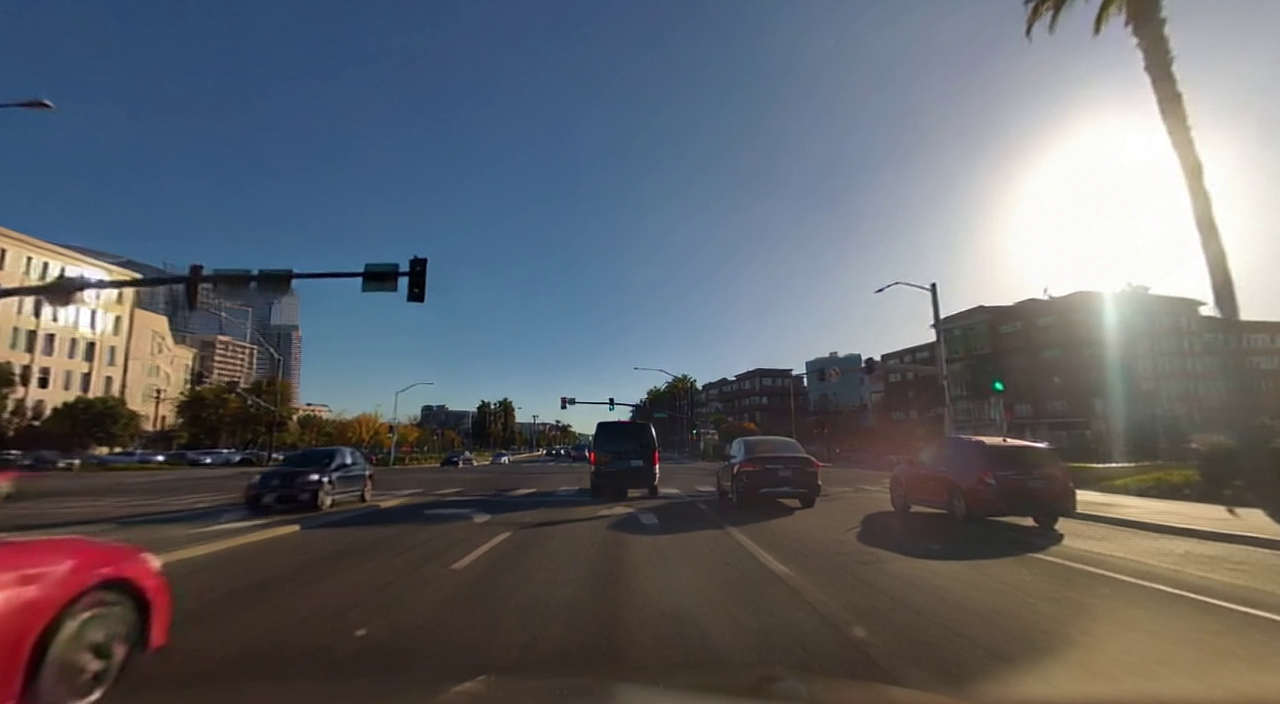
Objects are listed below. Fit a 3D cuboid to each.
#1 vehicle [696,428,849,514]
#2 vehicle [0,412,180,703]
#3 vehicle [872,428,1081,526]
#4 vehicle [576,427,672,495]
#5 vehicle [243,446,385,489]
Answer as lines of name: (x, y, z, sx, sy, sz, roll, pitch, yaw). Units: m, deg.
vehicle: (2.933, 2.806, 15.414, 2.462, 1.736, 4.899, 0, -9, -3)
vehicle: (-3.430, 0.735, 0.936, 1.997, 1.430, 4.655, 0, -9, 0)
vehicle: (7.088, 2.654, 14.010, 2.023, 1.771, 4.488, 0, -9, -2)
vehicle: (-0.606, 3.685, 21.703, 2.848, 1.991, 5.706, 0, -9, -2)
vehicle: (-13.245, 4.712, 25.866, 4.681, 1.653, 2.109, -1, -9, 5)
